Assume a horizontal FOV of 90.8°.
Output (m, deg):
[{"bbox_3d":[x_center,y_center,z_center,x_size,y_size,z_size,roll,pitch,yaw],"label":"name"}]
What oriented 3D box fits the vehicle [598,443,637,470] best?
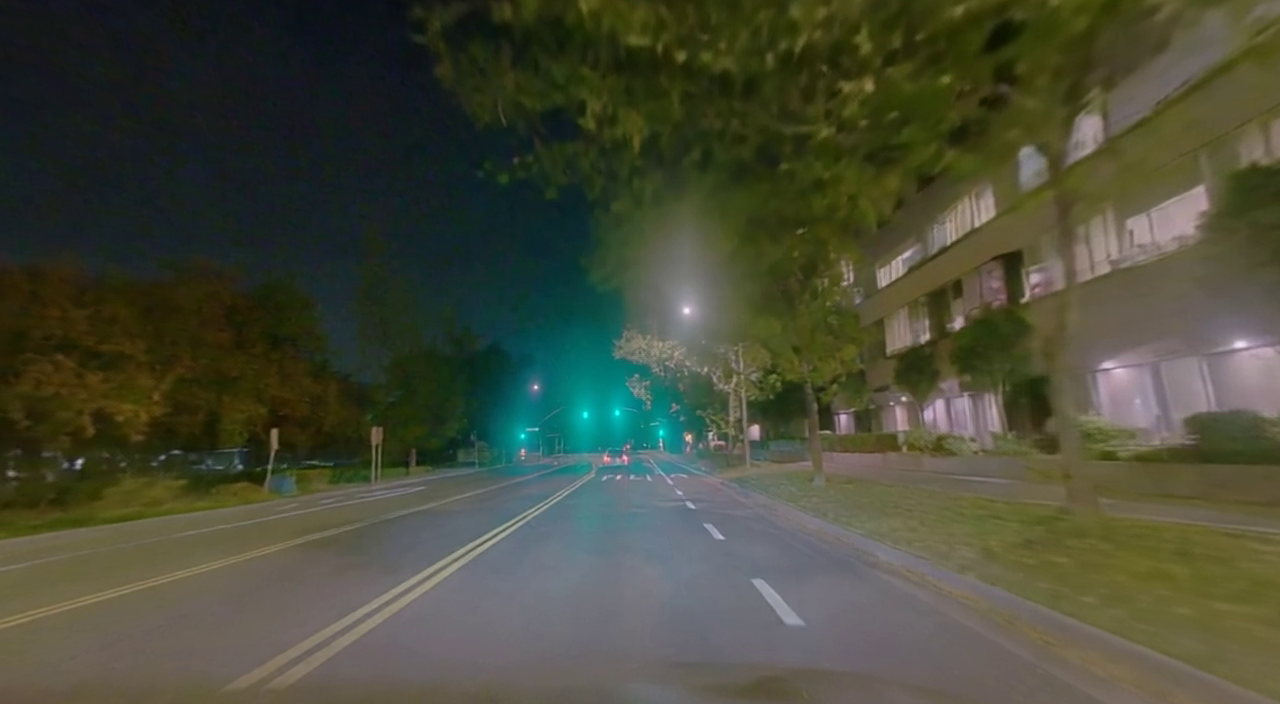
[{"bbox_3d":[-1.342,6.104,37.010,2.131,1.474,4.146,0,-9,-3],"label":"vehicle"}]
